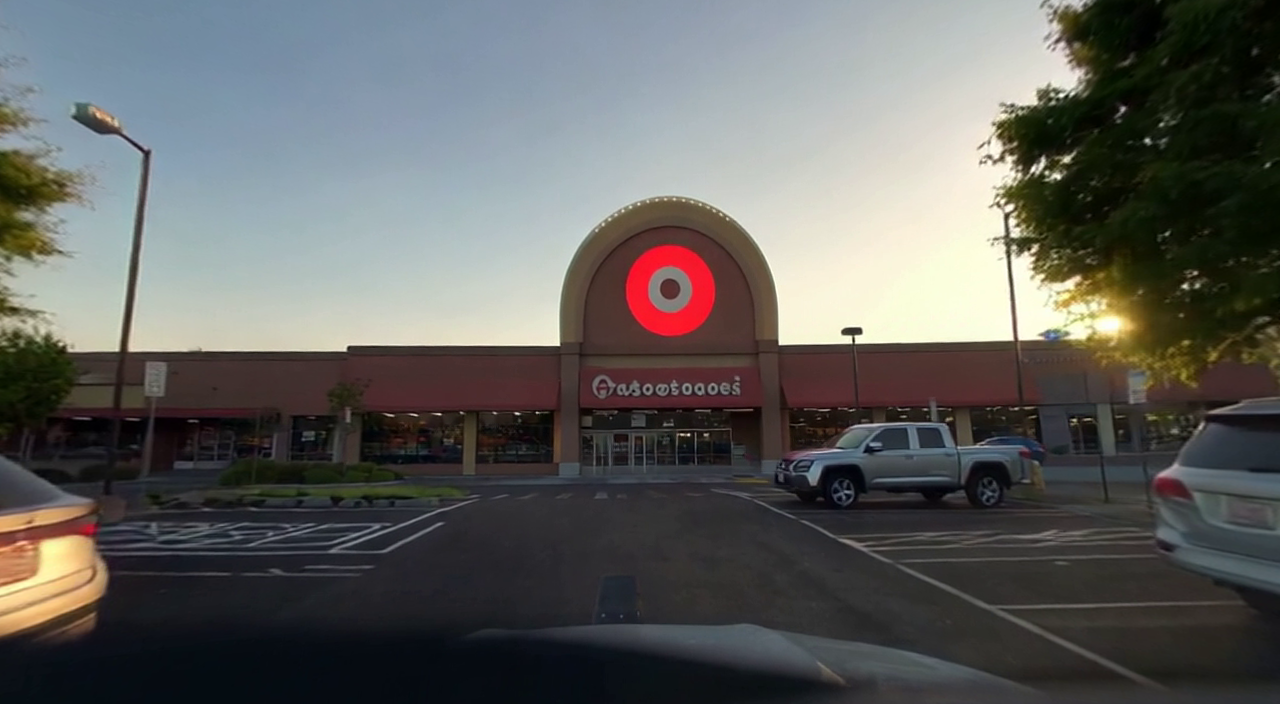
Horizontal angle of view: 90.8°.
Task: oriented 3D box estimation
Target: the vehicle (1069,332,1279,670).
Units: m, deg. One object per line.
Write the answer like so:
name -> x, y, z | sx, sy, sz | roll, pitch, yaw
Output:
vehicle -> 6.453, 0.969, 4.200 | 5.517, 1.946, 2.410 | 1, -9, -4

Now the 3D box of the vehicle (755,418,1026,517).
vehicle -> 5.279, 2.474, 13.904 | 4.864, 1.916, 2.413 | 1, -8, -5

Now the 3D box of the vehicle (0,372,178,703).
vehicle -> -4.981, 0.877, 2.766 | 4.335, 1.499, 1.856 | 0, -8, -5
